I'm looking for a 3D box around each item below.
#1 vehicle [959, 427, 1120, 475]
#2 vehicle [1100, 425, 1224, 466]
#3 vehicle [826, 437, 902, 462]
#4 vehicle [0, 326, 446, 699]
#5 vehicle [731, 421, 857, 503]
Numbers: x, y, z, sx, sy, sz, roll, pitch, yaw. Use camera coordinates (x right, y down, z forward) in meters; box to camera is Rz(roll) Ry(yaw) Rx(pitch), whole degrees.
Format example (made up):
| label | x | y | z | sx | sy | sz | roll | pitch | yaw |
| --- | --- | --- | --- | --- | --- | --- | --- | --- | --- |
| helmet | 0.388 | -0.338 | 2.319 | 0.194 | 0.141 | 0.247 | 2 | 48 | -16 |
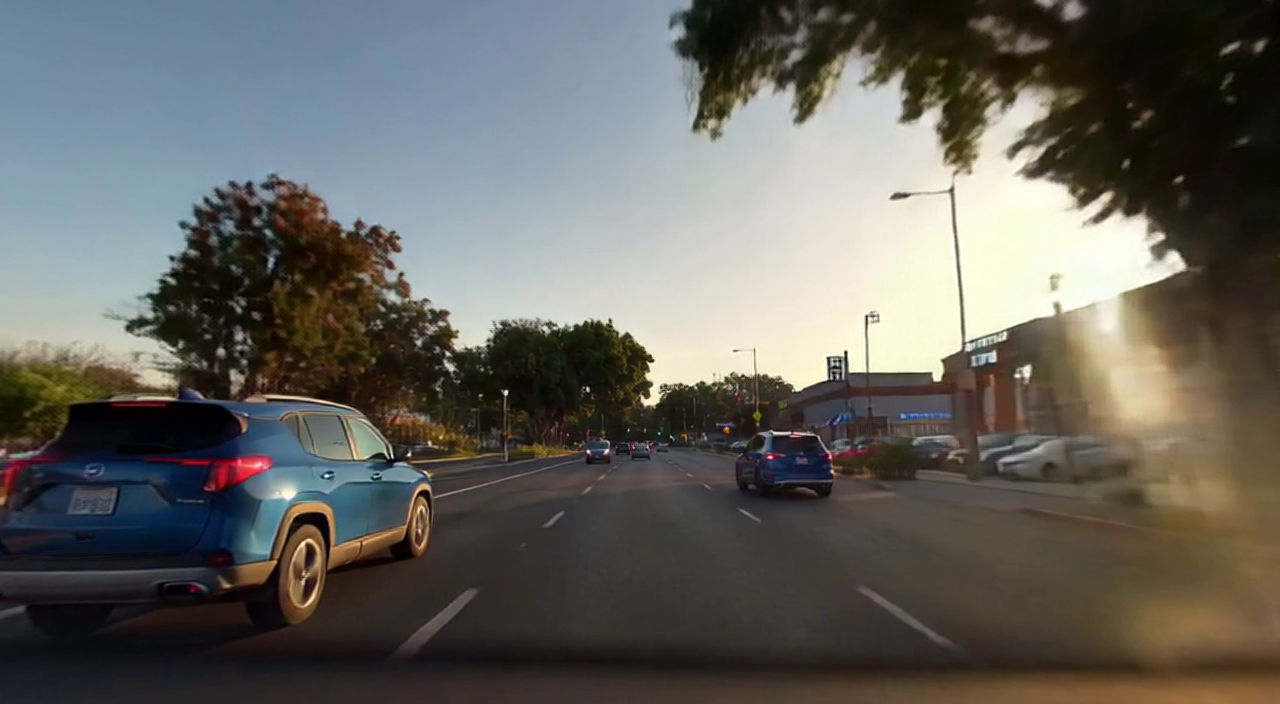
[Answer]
| label | x | y | z | sx | sy | sz | roll | pitch | yaw |
| --- | --- | --- | --- | --- | --- | --- | --- | --- | --- |
| vehicle | 14.911 | 3.729 | 23.776 | 4.647 | 1.725 | 1.991 | 0 | -8 | 1 |
| vehicle | 24.824 | 4.486 | 30.265 | 1.910 | 1.785 | 4.862 | 0 | -8 | 3 |
| vehicle | 13.961 | 6.088 | 39.390 | 4.040 | 1.497 | 1.702 | 0 | -8 | -1 |
| vehicle | -3.632 | 1.165 | 5.728 | 2.210 | 1.925 | 4.838 | 0 | -8 | 0 |
| vehicle | 3.703 | 2.753 | 16.129 | 2.024 | 1.773 | 4.431 | 0 | -8 | -1 |
